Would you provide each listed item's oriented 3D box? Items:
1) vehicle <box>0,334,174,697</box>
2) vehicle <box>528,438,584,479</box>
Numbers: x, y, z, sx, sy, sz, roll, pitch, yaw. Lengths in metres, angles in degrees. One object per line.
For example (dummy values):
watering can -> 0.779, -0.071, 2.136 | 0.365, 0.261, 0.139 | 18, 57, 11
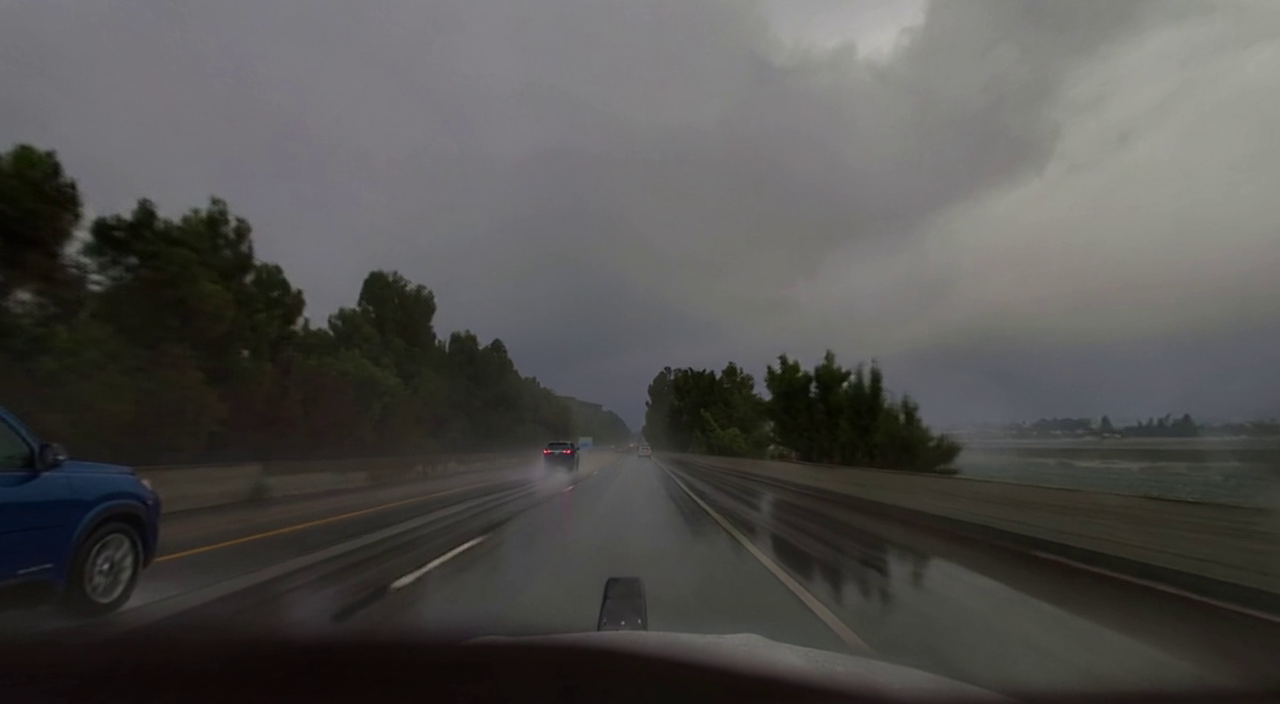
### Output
vehicle -> -4.515, 0.706, 2.223 | 2.102, 1.941, 4.703 | 0, -9, 0
vehicle -> -3.976, 5.135, 30.541 | 2.056, 1.811, 4.202 | -1, -9, 1
